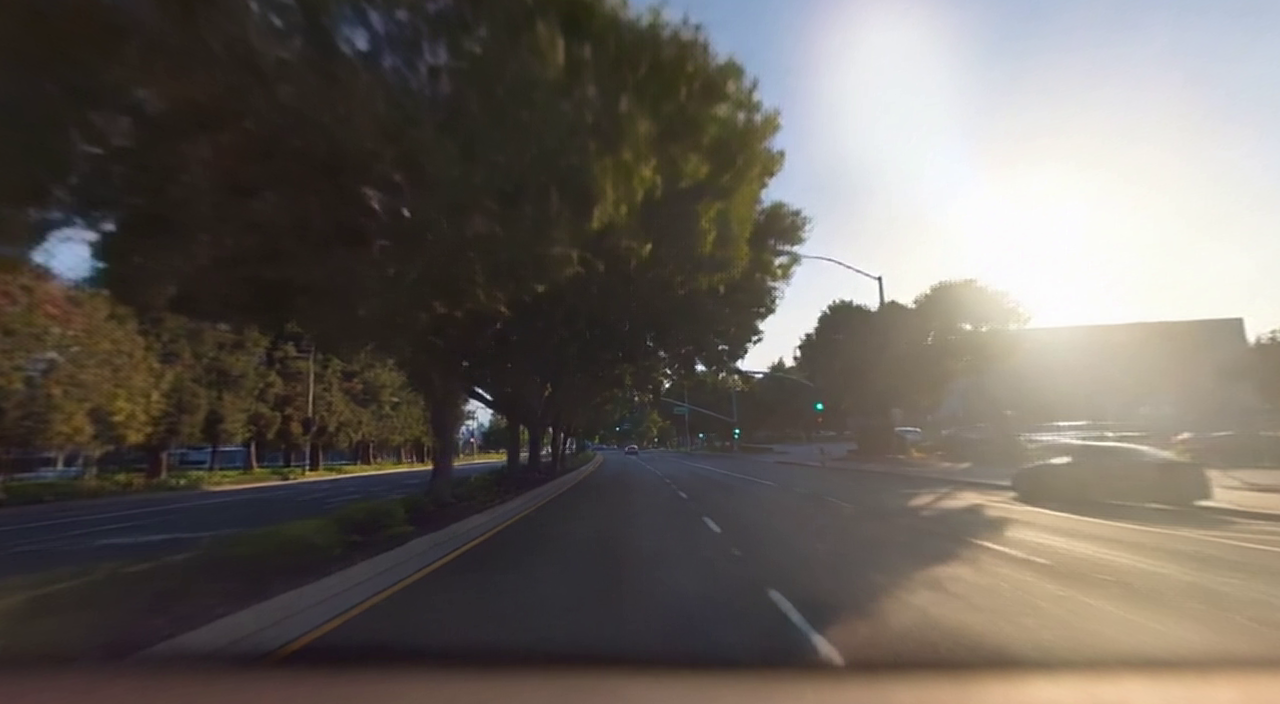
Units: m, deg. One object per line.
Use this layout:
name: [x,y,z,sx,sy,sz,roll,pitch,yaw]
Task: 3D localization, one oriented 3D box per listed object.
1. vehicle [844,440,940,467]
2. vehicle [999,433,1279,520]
vehicle: [15.357,6.191,38.569,4.982,1.441,1.951,-1,-9,-2]
vehicle: [10.688,2.658,14.094,2.034,1.551,5.228,1,-9,-3]
